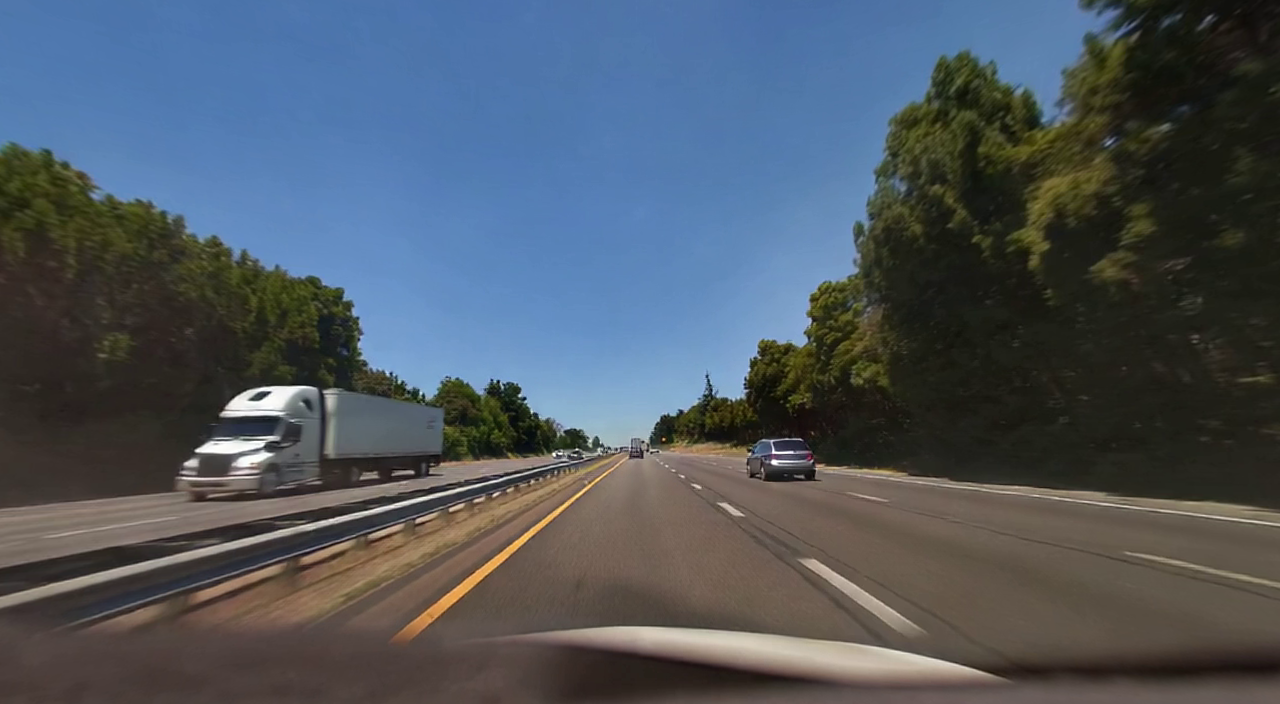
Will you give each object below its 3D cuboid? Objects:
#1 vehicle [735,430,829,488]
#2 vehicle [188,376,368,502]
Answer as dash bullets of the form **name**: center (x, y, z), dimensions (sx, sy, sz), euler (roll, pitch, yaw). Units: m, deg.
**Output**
- **vehicle**: center (4.842, 3.735, 22.161), dimensions (2.117, 1.783, 4.627), euler (0, -9, -1)
- **vehicle**: center (-12.749, 3.186, 22.944), dimensions (3.010, 3.969, 5.822), euler (0, -9, -1)
